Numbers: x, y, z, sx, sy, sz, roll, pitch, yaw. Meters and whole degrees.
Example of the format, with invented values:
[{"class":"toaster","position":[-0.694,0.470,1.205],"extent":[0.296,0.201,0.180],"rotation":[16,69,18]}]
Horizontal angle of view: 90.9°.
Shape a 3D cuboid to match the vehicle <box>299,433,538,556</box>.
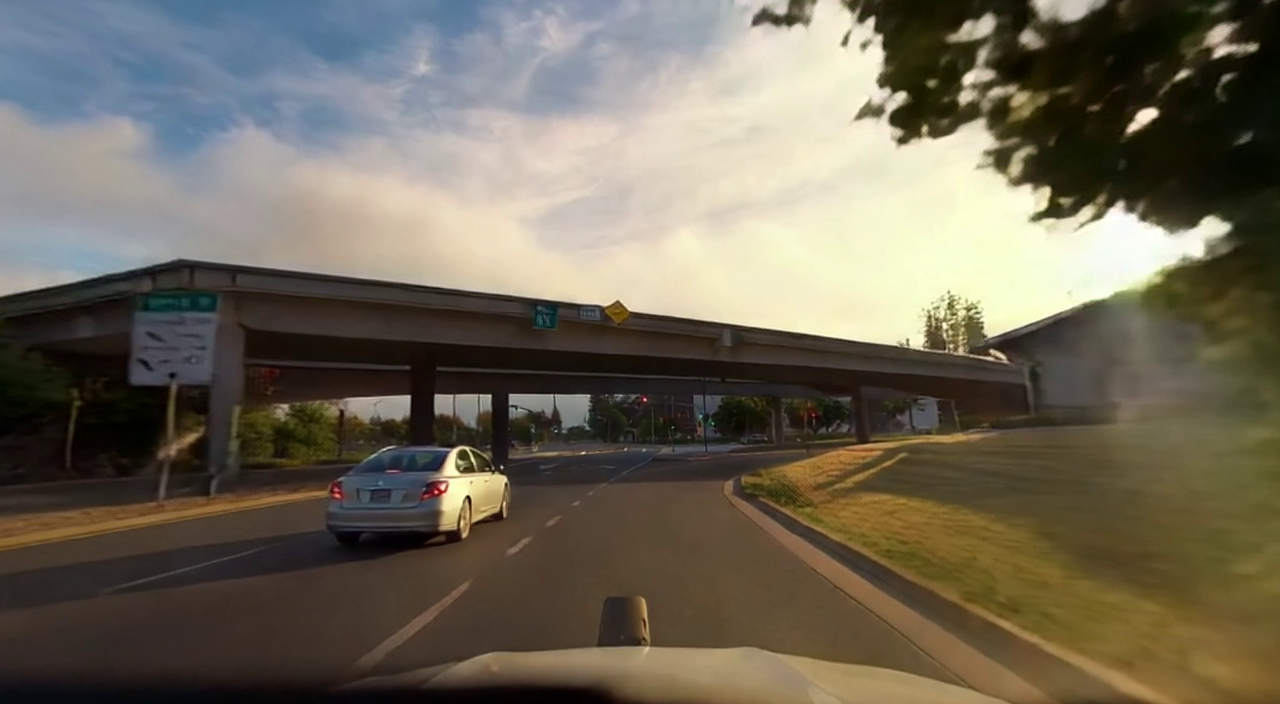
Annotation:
[{"class":"vehicle","position":[-3.049,2.076,9.940],"extent":[1.963,1.460,4.614],"rotation":[0,-9,2]}]
